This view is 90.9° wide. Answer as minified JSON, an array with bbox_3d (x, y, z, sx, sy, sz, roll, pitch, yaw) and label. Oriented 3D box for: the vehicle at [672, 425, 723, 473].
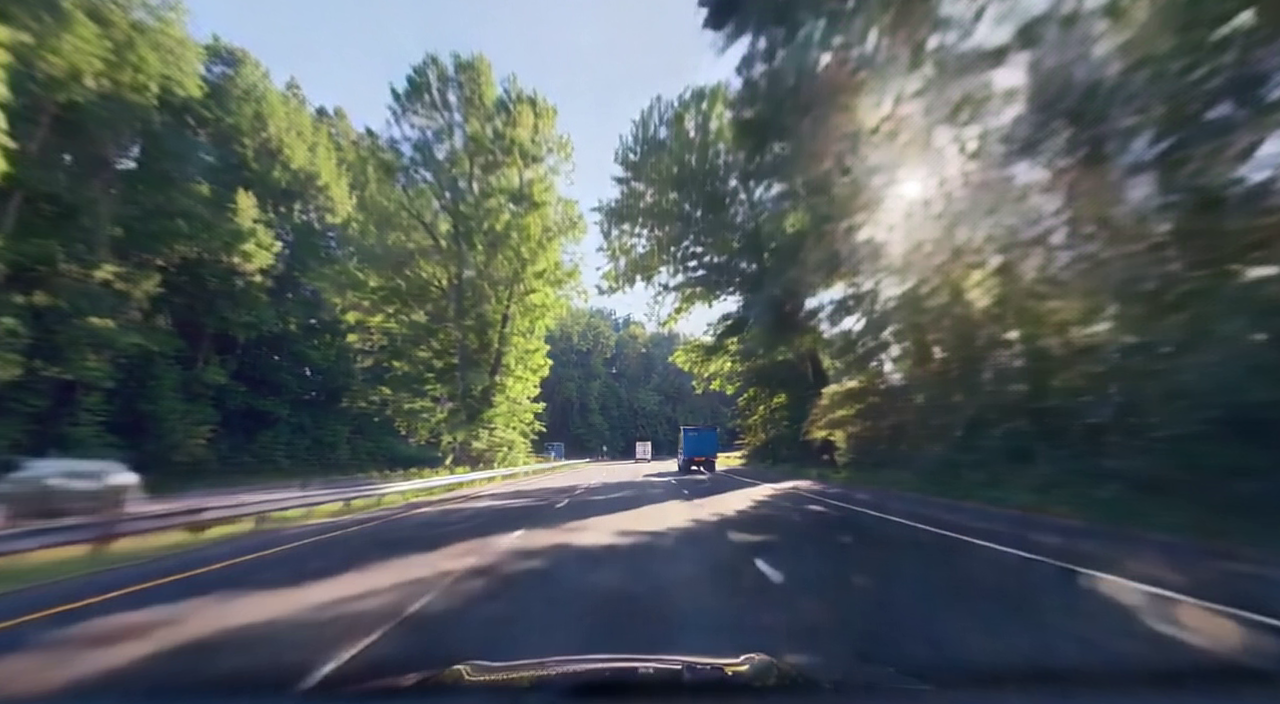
[{"bbox_3d":[3.581,6.225,40.352,2.572,2.795,5.978,0,-9,-1],"label":"vehicle"}]
